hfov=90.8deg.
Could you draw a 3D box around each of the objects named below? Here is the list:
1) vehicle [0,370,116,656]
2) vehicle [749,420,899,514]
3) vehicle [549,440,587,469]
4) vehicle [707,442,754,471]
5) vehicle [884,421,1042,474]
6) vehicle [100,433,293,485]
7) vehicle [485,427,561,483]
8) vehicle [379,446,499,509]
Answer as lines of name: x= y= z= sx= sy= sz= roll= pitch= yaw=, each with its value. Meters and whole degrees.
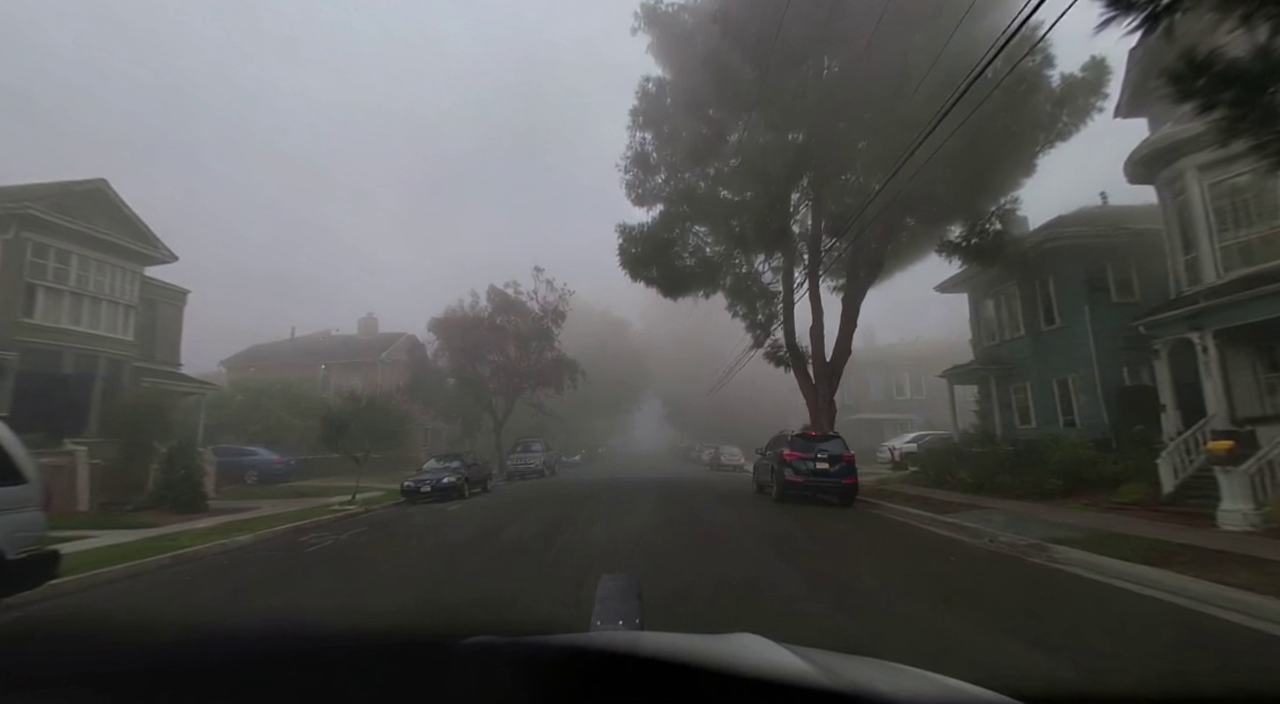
vehicle: x=-5.486 y=0.909 z=2.794 sx=2.211 sy=1.914 sz=4.728 roll=-2 pitch=-8 yaw=1
vehicle: x=3.872 y=2.507 z=14.198 sx=2.049 sy=1.776 sz=4.285 roll=0 pitch=-9 yaw=0
vehicle: x=-4.797 y=6.888 z=42.616 sx=1.873 sy=1.709 sz=4.206 roll=-4 pitch=-8 yaw=1
vehicle: x=4.694 y=5.486 z=33.400 sx=1.893 sy=1.437 sz=4.369 roll=0 pitch=-8 yaw=0
vehicle: x=11.763 y=3.507 z=23.280 sx=4.659 sy=1.819 sz=2.001 roll=0 pitch=-8 yaw=0
vehicle: x=-16.316 y=3.944 z=23.390 sx=5.908 sy=1.762 sz=2.107 roll=-2 pitch=-9 yaw=8
vehicle: x=-5.073 y=4.551 z=28.245 sx=2.242 sy=2.135 sz=5.566 roll=-2 pitch=-8 yaw=1
vehicle: x=-5.330 y=3.348 z=17.402 sx=1.824 sy=1.417 sz=4.395 roll=-2 pitch=-8 yaw=1
